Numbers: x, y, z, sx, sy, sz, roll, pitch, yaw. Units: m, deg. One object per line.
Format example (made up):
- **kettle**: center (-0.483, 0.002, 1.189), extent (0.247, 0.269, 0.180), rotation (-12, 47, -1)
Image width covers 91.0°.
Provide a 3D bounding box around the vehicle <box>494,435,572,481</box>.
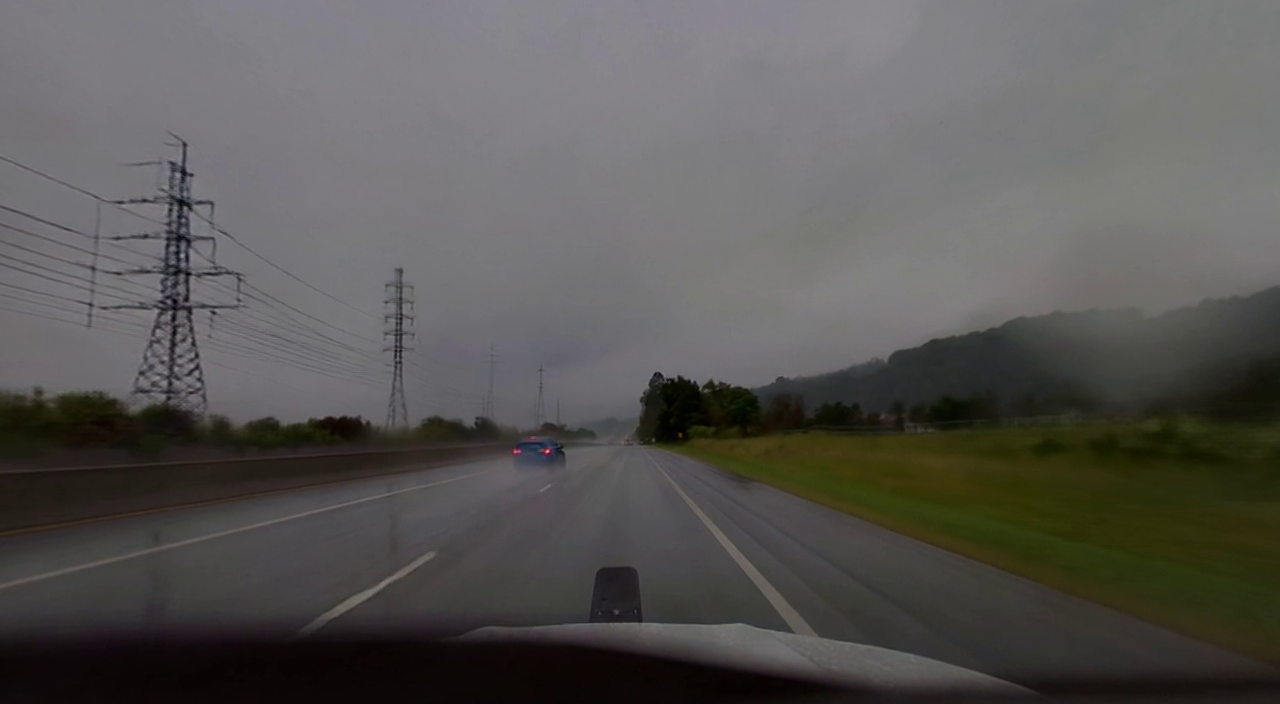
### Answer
- **vehicle**: center (-4.032, 4.064, 24.613), extent (2.158, 1.604, 4.679), rotation (0, -8, 1)
